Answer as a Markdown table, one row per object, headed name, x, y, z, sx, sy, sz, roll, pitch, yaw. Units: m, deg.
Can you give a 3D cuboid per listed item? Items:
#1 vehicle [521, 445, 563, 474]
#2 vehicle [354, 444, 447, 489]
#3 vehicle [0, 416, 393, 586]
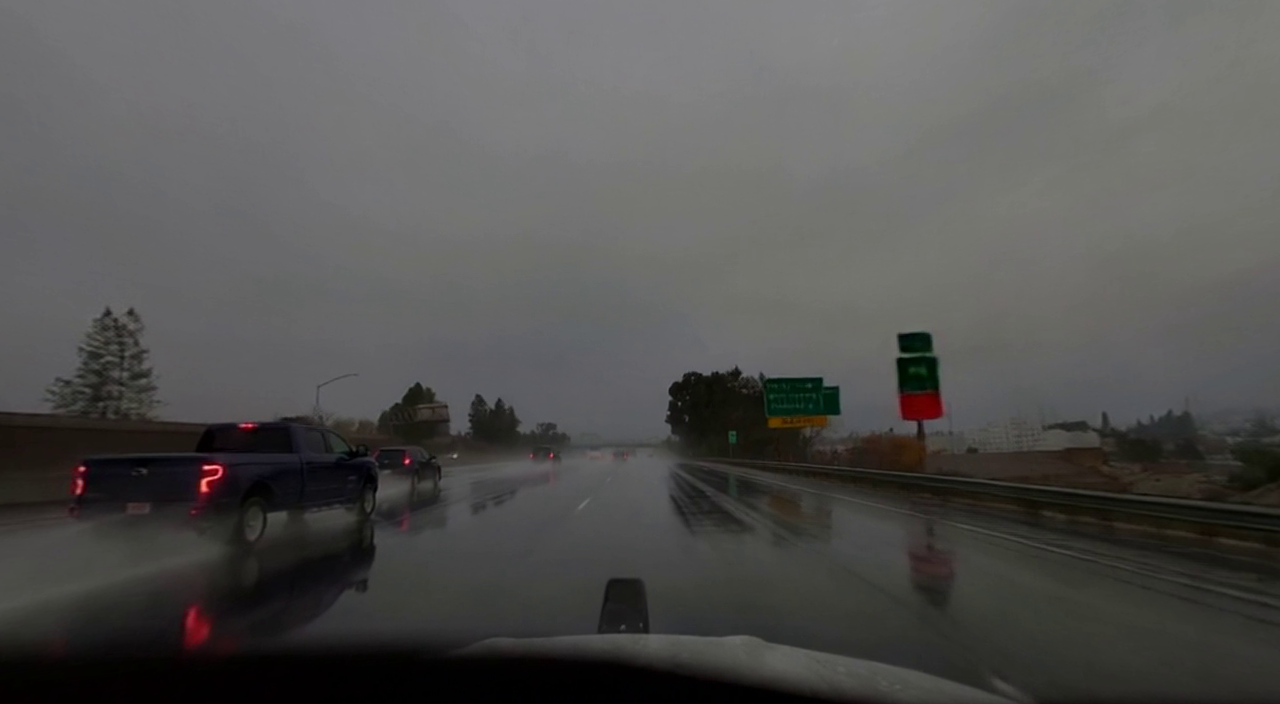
| name | x | y | z | sx | sy | sz | roll | pitch | yaw |
| --- | --- | --- | --- | --- | --- | --- | --- | --- | --- |
| vehicle | -6.228 | 6.844 | 40.579 | 2.009 | 1.735 | 4.358 | 0 | -8 | 0 |
| vehicle | -9.799 | 4.683 | 26.256 | 2.060 | 1.662 | 4.469 | 0 | -8 | 1 |
| vehicle | -6.340 | 2.040 | 9.868 | 2.403 | 1.773 | 6.276 | 0 | -8 | 0 |
